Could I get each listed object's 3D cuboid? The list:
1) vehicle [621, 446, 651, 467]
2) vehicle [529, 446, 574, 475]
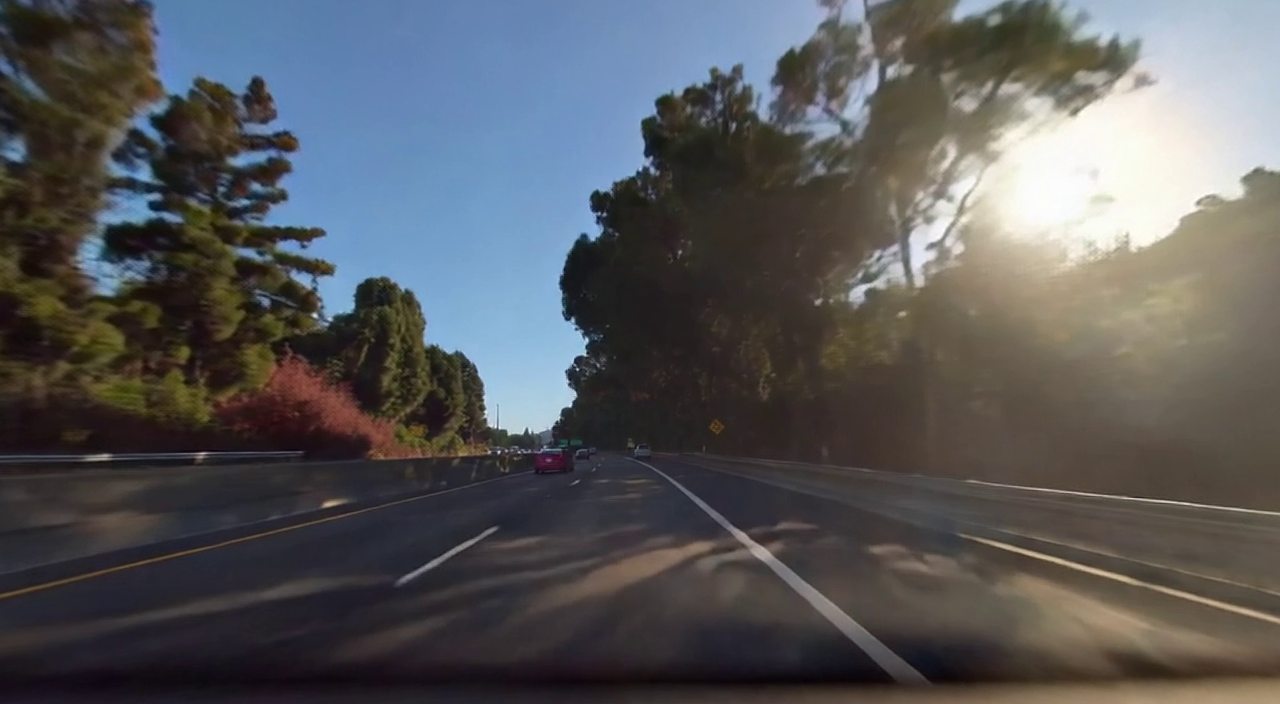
[{"bbox_3d":[-0.334,7.688,46.627,2.031,1.483,3.417,0,-9,-3],"label":"vehicle"},{"bbox_3d":[-4.869,6.016,35.324,1.957,1.499,4.965,0,-8,-1],"label":"vehicle"}]
